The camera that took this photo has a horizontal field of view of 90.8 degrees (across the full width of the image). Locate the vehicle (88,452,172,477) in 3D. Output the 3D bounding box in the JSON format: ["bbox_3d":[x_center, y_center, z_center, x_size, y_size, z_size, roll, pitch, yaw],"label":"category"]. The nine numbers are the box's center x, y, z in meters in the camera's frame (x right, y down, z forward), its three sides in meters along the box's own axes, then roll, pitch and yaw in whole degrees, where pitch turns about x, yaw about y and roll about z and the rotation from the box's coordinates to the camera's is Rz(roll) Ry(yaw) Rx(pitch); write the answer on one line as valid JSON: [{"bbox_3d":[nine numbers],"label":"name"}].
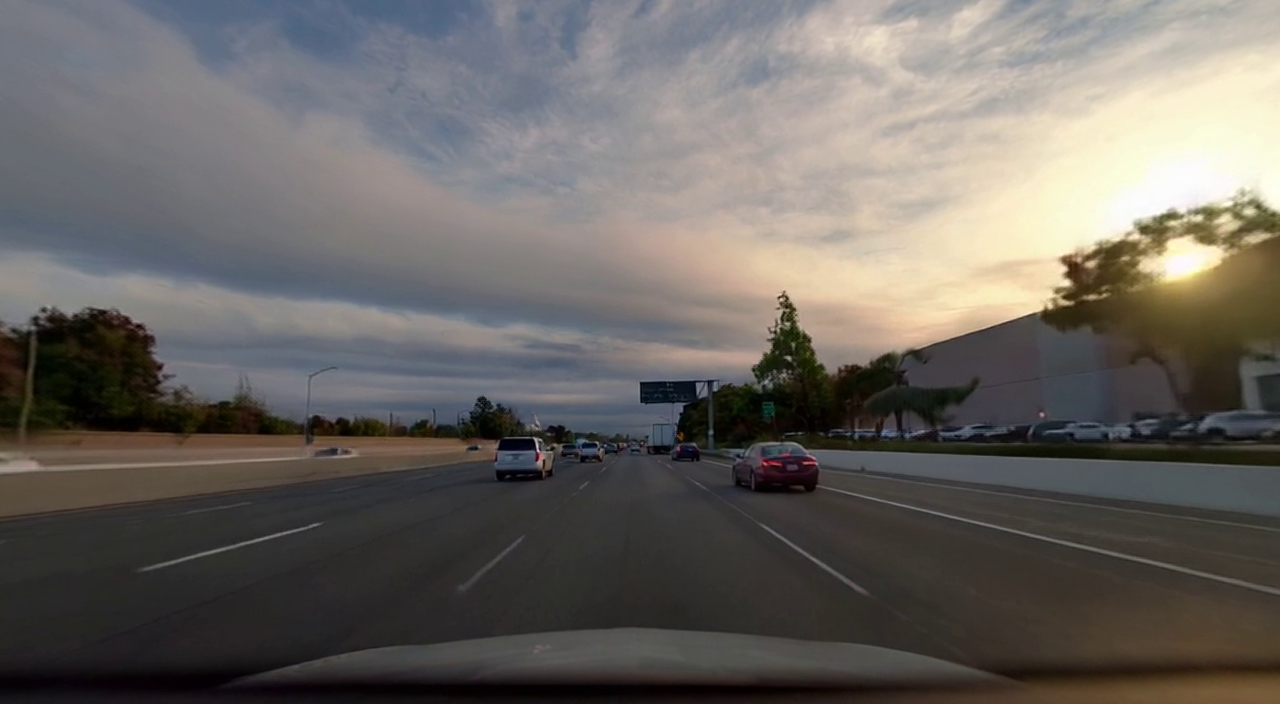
[{"bbox_3d":[-31.127,6.849,38.712,1.729,1.438,4.151,0,-8,-1],"label":"vehicle"}]

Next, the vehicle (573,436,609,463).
[{"bbox_3d":[-3.797,7.726,49.966,2.410,1.981,5.355,0,-8,0],"label":"vehicle"}]

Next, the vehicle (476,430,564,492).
[{"bbox_3d":[-3.776,3.527,20.765,1.987,1.765,4.508,0,-8,0],"label":"vehicle"}]

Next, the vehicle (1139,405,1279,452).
[{"bbox_3d":[27.622,3.763,30.429,2.031,1.963,6.154,-2,-9,-1],"label":"vehicle"}]

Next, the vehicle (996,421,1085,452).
[{"bbox_3d":[27.650,5.948,43.920,2.212,1.977,5.953,-1,-9,-1],"label":"vehicle"}]

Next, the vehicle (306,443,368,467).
[{"bbox_3d":[-21.345,7.268,44.689,2.041,1.617,4.749,0,-8,0],"label":"vehicle"}]

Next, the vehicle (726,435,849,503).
[{"bbox_3d":[3.641,2.982,16.564,1.957,1.510,4.643,0,-8,-2],"label":"vehicle"}]

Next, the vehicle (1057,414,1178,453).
[{"bbox_3d":[27.764,4.876,37.130,2.054,2.041,6.354,-1,-9,-1],"label":"vehicle"}]

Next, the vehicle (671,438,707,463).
[{"bbox_3d":[3.667,7.453,47.849,2.198,1.807,4.530,0,-8,-2],"label":"vehicle"}]
